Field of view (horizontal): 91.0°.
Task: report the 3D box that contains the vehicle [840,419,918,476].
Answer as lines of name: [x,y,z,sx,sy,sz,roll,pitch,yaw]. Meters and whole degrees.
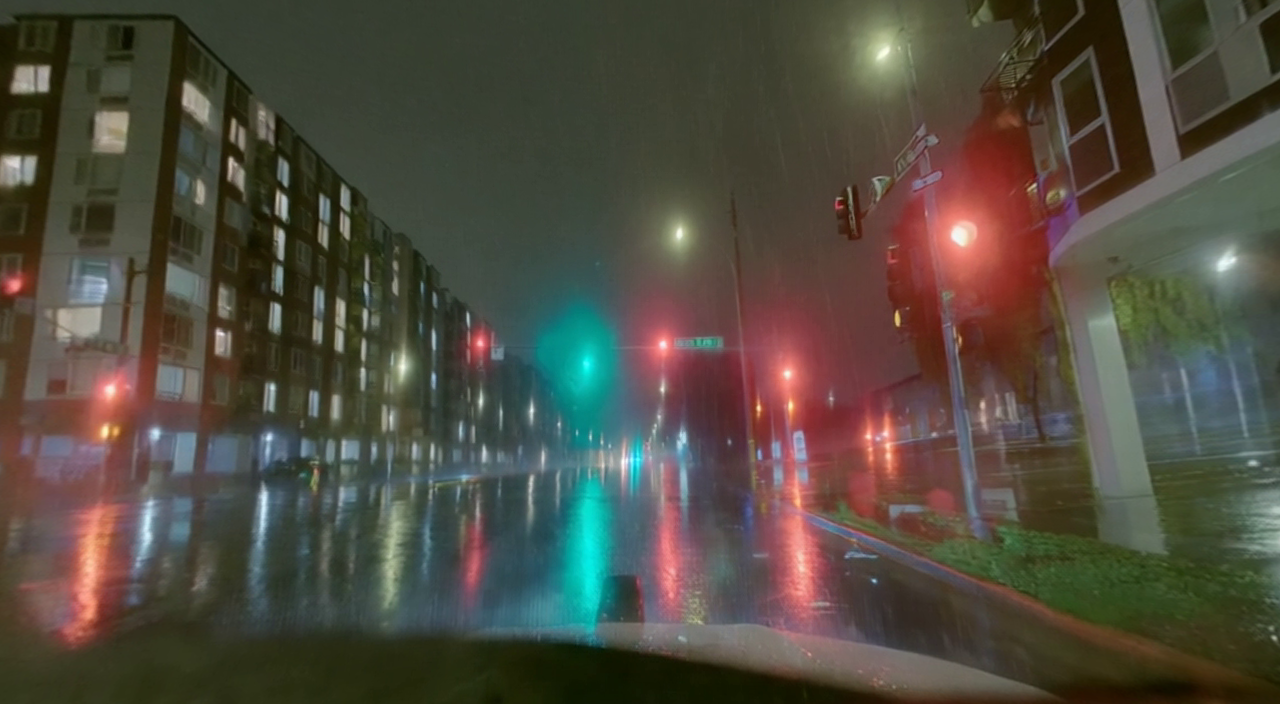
vehicle: [14.085,5.710,37.687,2.948,3.071,7.295,-2,-9,10]

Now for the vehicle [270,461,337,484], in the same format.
vehicle: [-24.683,8.842,46.284,3.882,1.600,1.768,0,-9,2]
